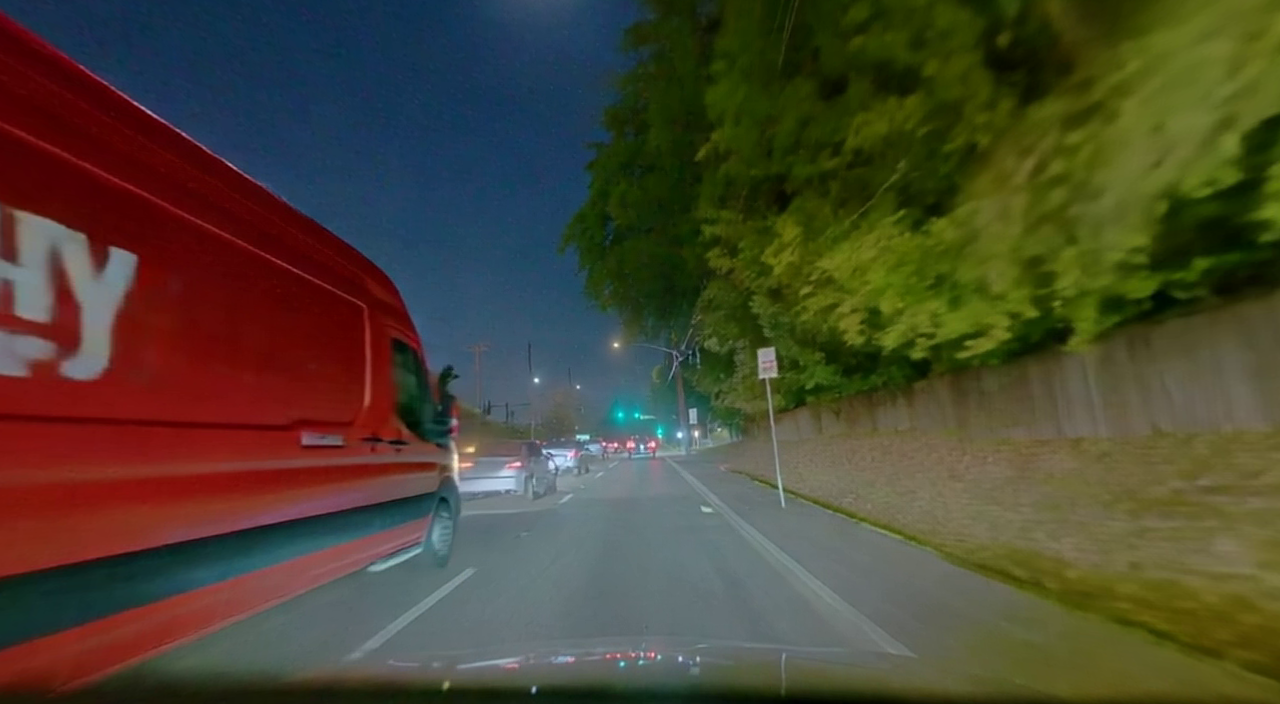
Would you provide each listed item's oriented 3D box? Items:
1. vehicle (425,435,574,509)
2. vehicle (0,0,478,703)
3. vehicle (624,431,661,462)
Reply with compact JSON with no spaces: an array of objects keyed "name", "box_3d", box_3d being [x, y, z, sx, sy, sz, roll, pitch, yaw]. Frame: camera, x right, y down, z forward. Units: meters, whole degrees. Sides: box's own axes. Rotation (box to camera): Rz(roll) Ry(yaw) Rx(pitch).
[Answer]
[{"name":"vehicle","box_3d":[-3.106,2.788,15.247,2.260,1.465,4.972,-1,-8,3]},{"name":"vehicle","box_3d":[-3.437,0.188,2.904,2.818,3.181,9.114,0,-8,1]},{"name":"vehicle","box_3d":[0.231,6.061,40.436,2.241,1.912,4.095,0,-8,2]}]
